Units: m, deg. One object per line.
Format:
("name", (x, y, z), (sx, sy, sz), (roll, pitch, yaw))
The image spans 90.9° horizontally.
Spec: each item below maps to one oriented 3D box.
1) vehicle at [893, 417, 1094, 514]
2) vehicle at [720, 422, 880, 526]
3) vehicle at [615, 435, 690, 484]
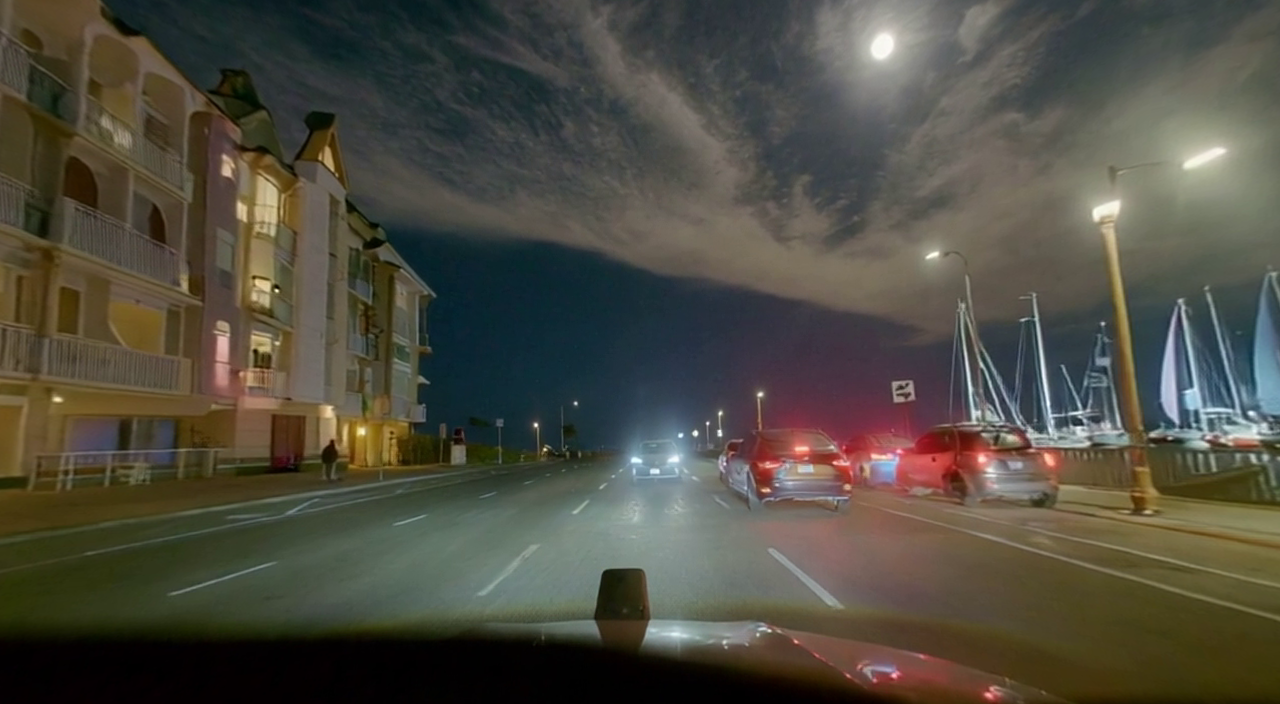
("vehicle", (7.798, 2.550, 14.574), (1.969, 1.852, 4.514), (0, -9, -1))
("vehicle", (2.826, 2.258, 12.168), (2.047, 1.640, 4.051), (-1, -9, 1))
("vehicle", (0.441, 3.628, 21.489), (2.284, 1.496, 3.949), (-1, -9, 2))
